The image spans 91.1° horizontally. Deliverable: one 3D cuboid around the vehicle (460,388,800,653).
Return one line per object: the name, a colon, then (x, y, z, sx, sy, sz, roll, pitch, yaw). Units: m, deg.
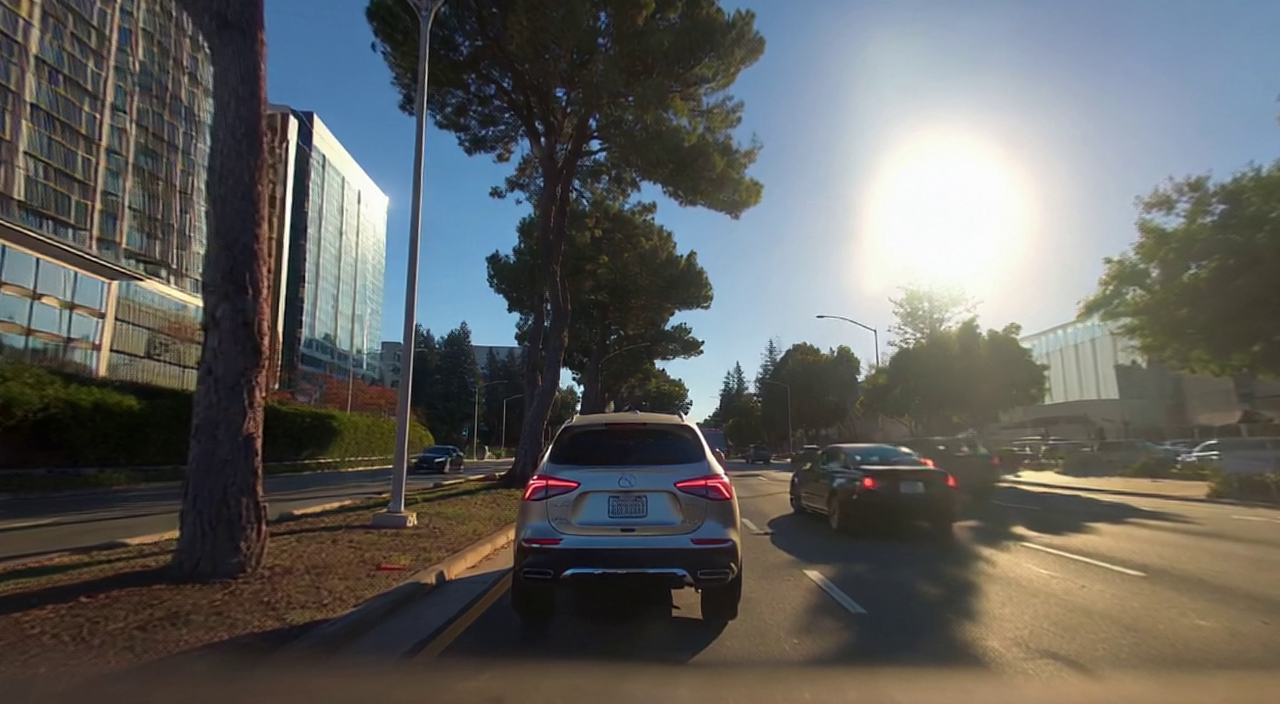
vehicle: (-0.082, 1.381, 6.139, 2.172, 1.694, 4.055, 0, -8, -1)

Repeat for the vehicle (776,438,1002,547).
vehicle: (3.879, 2.246, 10.789, 2.058, 1.468, 4.339, 0, -9, 0)
